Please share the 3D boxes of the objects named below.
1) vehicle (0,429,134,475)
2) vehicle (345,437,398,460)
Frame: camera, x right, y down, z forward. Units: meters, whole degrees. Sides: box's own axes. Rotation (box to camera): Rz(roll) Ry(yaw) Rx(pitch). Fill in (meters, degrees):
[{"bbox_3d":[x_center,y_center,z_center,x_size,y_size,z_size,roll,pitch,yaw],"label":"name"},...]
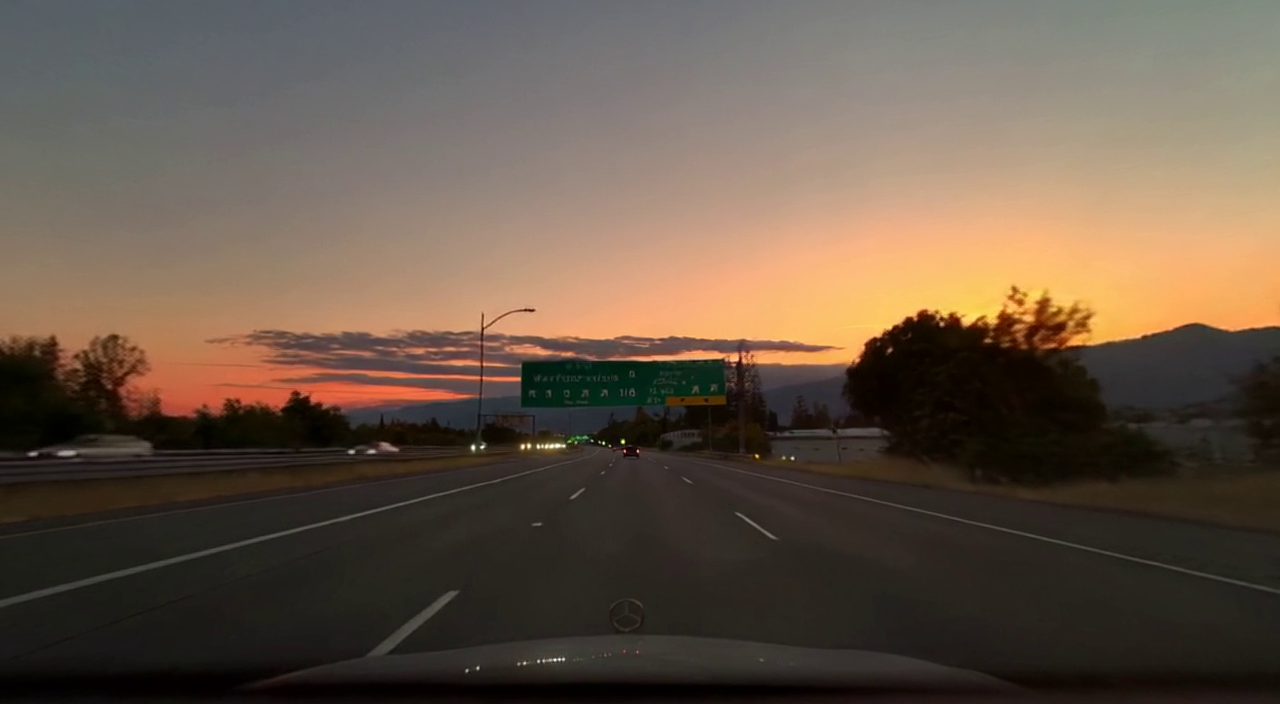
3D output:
[{"bbox_3d":[-21.199,3.613,22.862,1.900,1.471,4.555,0,-9,0],"label":"vehicle"},{"bbox_3d":[-17.386,6.259,40.995,1.723,1.428,3.842,0,-9,1],"label":"vehicle"}]
